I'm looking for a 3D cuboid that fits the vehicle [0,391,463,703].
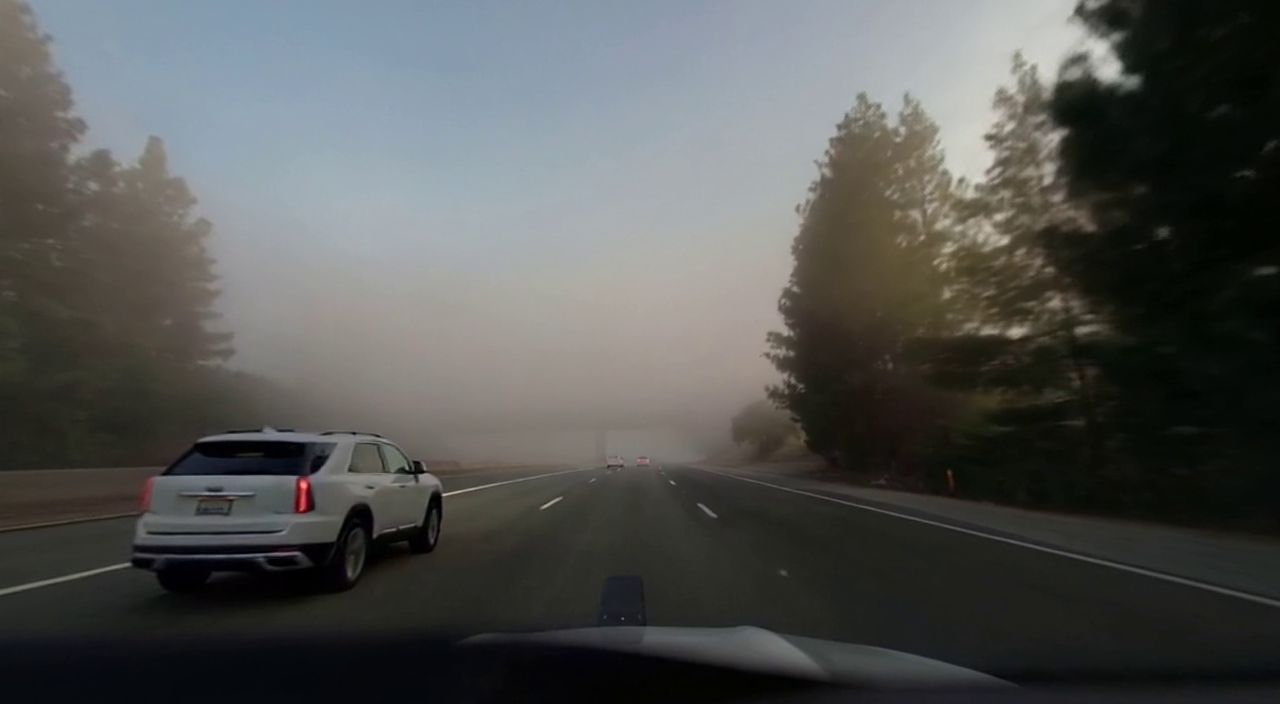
[{"bbox_3d":[-3.401,1.391,5.554,2.274,1.628,4.807,0,-9,0],"label":"vehicle"}]
